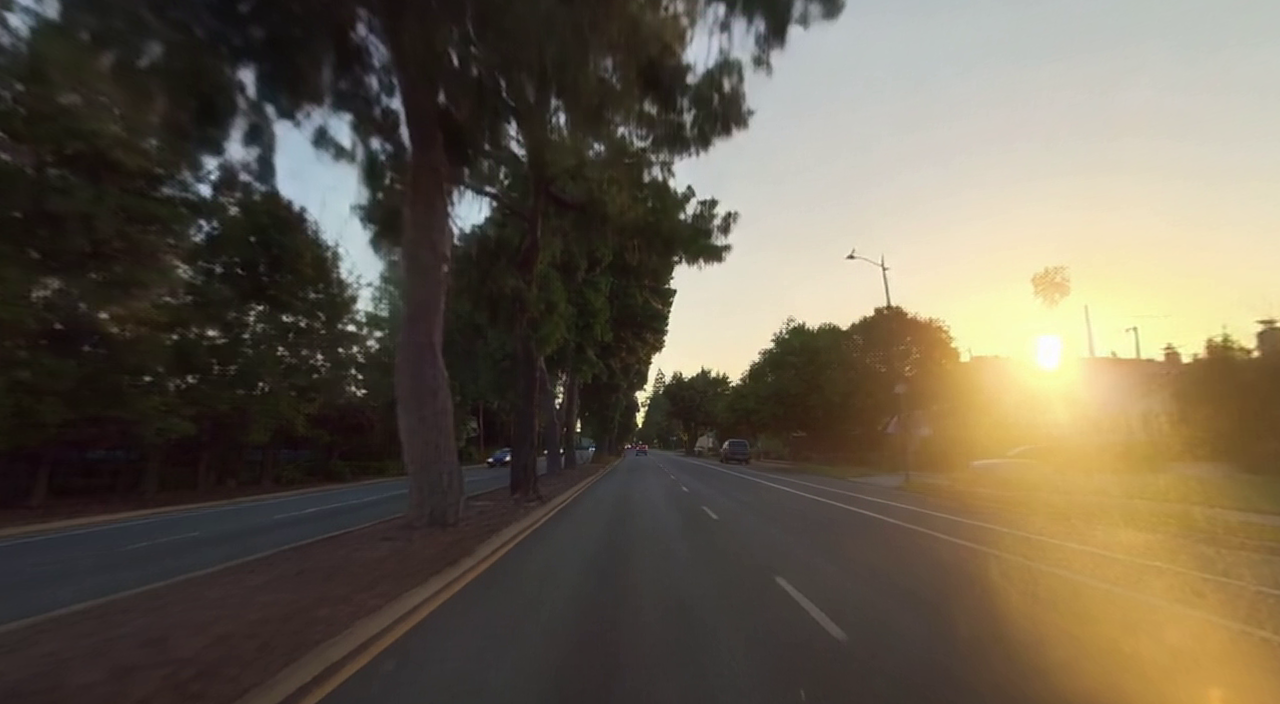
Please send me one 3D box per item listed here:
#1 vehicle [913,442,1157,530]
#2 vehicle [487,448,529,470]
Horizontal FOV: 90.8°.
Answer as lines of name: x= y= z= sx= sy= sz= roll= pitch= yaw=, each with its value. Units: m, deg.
vehicle: x=7.609 y=2.585 z=12.913 sx=1.967 sy=1.449 sz=4.645 roll=0 pitch=-8 yaw=0
vehicle: x=-9.662 y=7.886 z=46.631 sx=2.061 sy=1.490 sz=4.637 roll=0 pitch=-8 yaw=1
